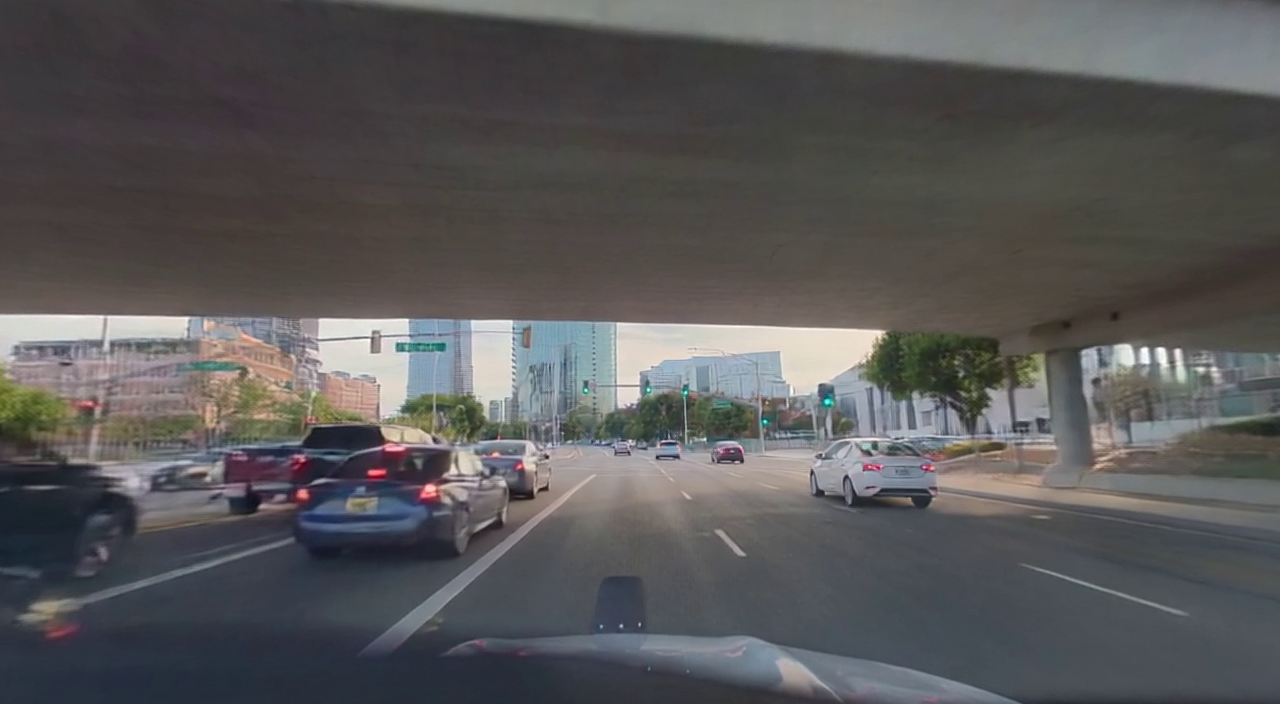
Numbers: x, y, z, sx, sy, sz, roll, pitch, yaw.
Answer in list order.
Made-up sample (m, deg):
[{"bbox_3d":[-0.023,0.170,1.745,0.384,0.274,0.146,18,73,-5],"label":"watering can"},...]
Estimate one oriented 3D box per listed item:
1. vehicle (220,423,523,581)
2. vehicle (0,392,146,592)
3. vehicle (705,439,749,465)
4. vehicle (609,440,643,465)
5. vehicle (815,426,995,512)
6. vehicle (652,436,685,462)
[{"bbox_3d":[-2.975,1.757,8.224,1.980,1.491,4.351,0,-8,1],"label":"vehicle"},{"bbox_3d":[-6.413,1.104,4.742,1.981,1.676,4.051,0,-8,1],"label":"vehicle"},{"bbox_3d":[5.321,6.183,38.910,1.924,1.527,4.268,0,-8,-2],"label":"vehicle"},{"bbox_3d":[-0.893,6.224,39.024,2.026,1.453,3.780,0,-8,-2],"label":"vehicle"},{"bbox_3d":[5.714,2.580,14.314,2.056,1.624,4.498,0,-8,-1],"label":"vehicle"},{"bbox_3d":[2.030,7.054,45.860,2.034,1.762,4.420,0,-8,-3],"label":"vehicle"}]
